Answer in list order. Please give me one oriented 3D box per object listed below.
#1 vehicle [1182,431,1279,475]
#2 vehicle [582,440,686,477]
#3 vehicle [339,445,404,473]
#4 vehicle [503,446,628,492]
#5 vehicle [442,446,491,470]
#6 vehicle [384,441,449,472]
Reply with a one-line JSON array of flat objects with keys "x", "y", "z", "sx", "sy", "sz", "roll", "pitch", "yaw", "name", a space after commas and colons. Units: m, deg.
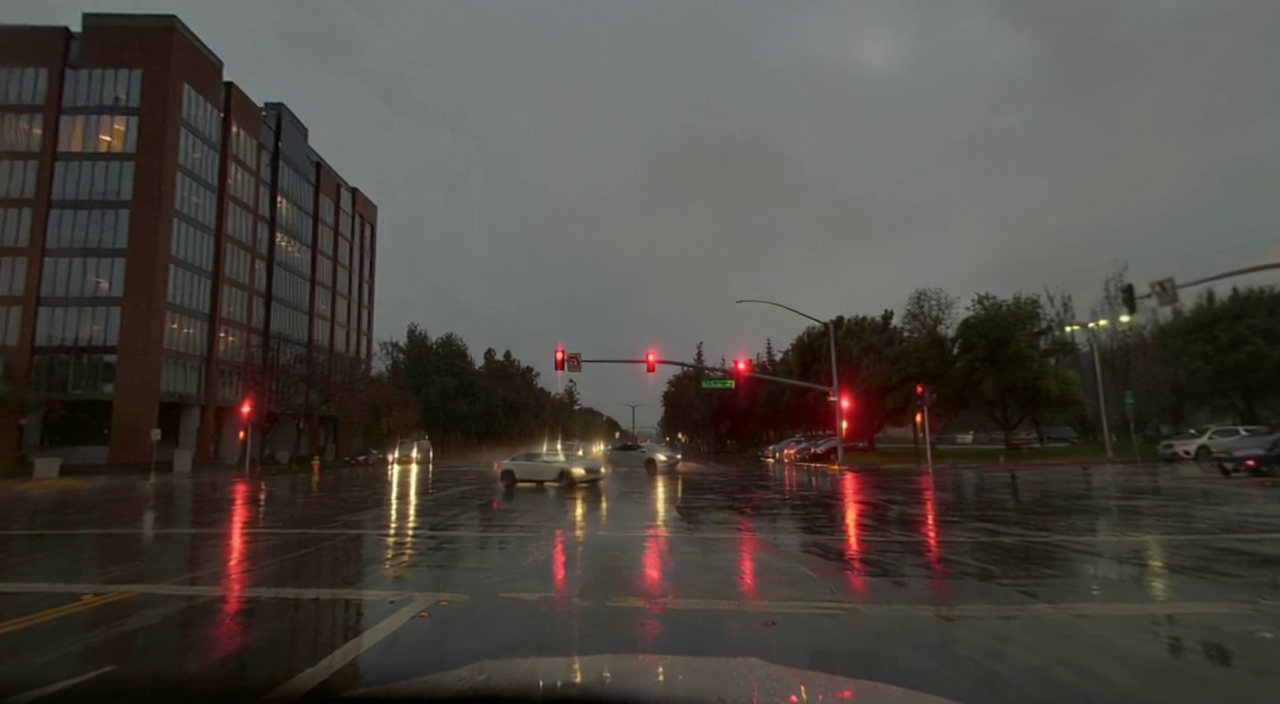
[{"x": 22.297, "y": 3.560, "z": 22.380, "sx": 4.474, "sy": 1.477, "sz": 1.908, "roll": 0, "pitch": -9, "yaw": -3, "name": "vehicle"}, {"x": -0.368, "y": 4.545, "z": 27.212, "sx": 2.109, "sy": 1.461, "sz": 4.637, "roll": 6, "pitch": -11, "yaw": -37, "name": "vehicle"}, {"x": -18.599, "y": 7.405, "z": 44.063, "sx": 2.237, "sy": 1.842, "sz": 5.116, "roll": 0, "pitch": -9, "yaw": 0, "name": "vehicle"}, {"x": -2.476, "y": 3.698, "z": 20.286, "sx": 1.910, "sy": 1.288, "sz": 4.093, "roll": 8, "pitch": -12, "yaw": -43, "name": "vehicle"}, {"x": -11.692, "y": 7.148, "z": 42.790, "sx": 2.003, "sy": 1.476, "sz": 4.297, "roll": -1, "pitch": -9, "yaw": 2, "name": "vehicle"}, {"x": -15.183, "y": 7.120, "z": 43.225, "sx": 2.340, "sy": 1.946, "sz": 5.450, "roll": -1, "pitch": -9, "yaw": 1, "name": "vehicle"}]
